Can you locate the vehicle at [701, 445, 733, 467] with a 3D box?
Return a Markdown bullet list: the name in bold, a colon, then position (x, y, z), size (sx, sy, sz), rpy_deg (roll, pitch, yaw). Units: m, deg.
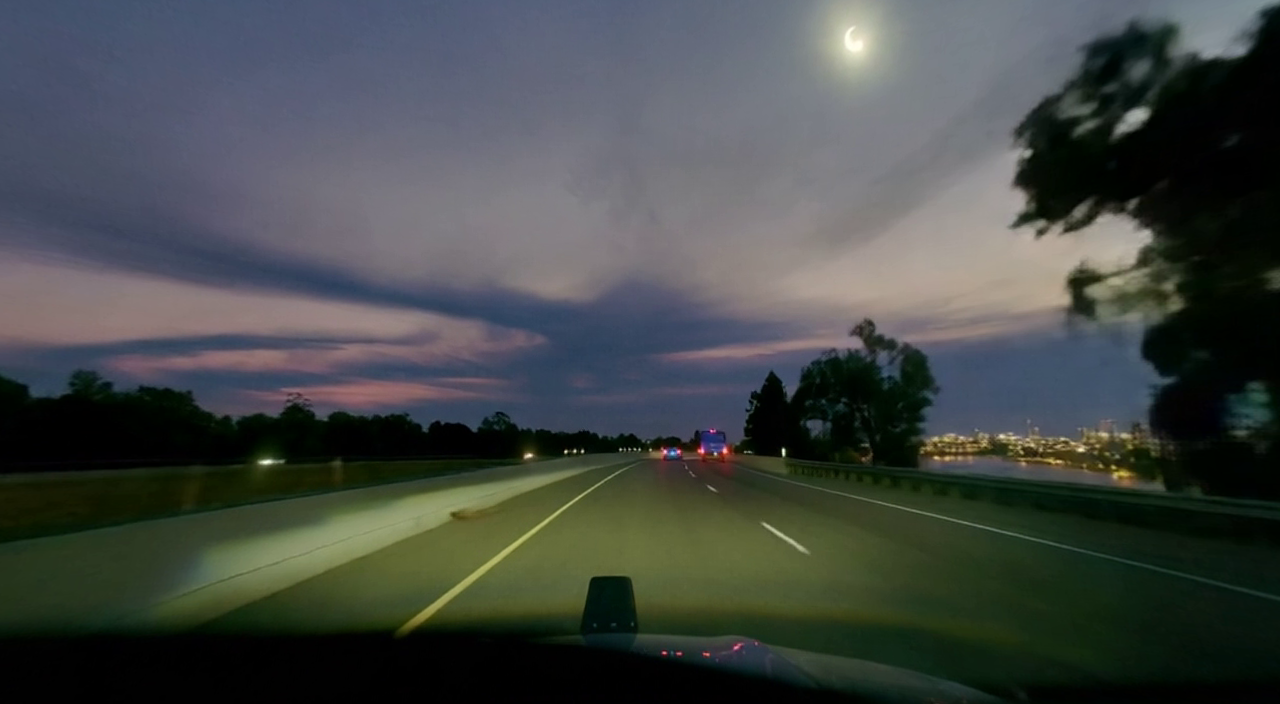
- **vehicle**: position (5.631, 7.623, 46.577), size (2.030, 1.526, 4.165), rpy_deg (0, -8, 3)
